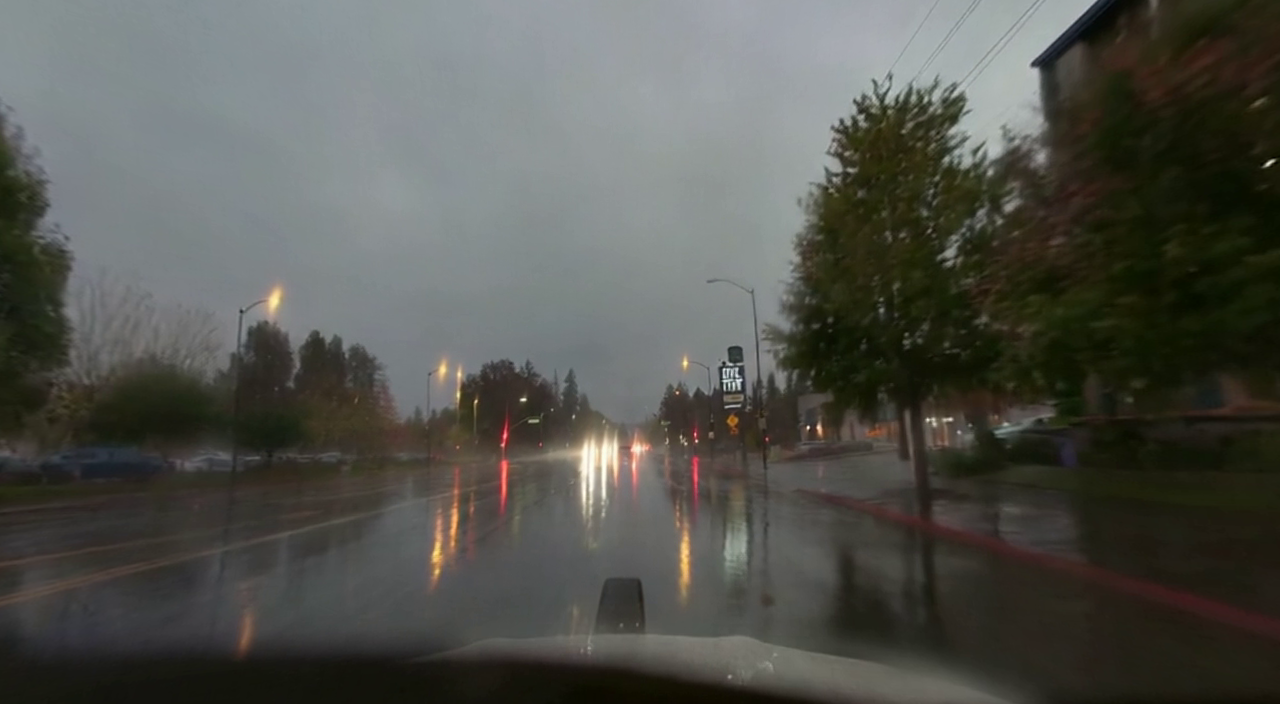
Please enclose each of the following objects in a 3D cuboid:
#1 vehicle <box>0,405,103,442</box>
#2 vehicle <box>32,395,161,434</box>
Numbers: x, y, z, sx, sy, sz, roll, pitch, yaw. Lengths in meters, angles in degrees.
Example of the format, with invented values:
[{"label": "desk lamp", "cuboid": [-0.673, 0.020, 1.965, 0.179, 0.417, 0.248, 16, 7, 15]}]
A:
[{"label": "vehicle", "cuboid": [-25.832, 3.142, 27.387, 3.559, 1.531, 1.679, -1, -9, 4]}, {"label": "vehicle", "cuboid": [-25.675, 2.993, 29.945, 4.397, 1.760, 1.971, -1, -9, 4]}]
